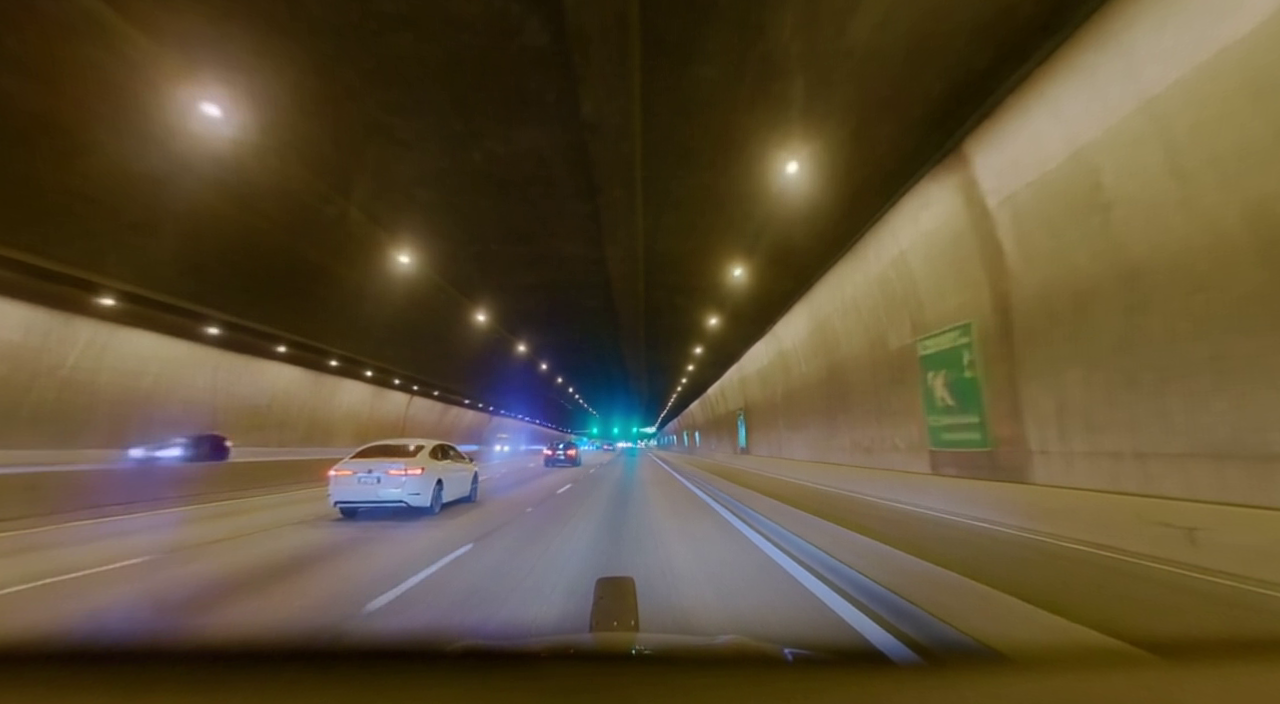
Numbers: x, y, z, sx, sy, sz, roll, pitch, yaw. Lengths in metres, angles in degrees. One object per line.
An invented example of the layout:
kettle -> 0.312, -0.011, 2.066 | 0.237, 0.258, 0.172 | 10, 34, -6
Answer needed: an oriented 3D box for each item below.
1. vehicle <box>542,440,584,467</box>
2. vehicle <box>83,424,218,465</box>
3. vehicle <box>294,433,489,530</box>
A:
vehicle -> -4.425, 5.903, 36.761 | 1.973, 1.474, 4.199 | 0, -8, -1
vehicle -> -19.594, 3.752, 25.505 | 1.836, 1.488, 4.513 | 0, -8, 0
vehicle -> -4.256, 2.262, 11.648 | 1.885, 1.424, 4.230 | 0, -8, 0
